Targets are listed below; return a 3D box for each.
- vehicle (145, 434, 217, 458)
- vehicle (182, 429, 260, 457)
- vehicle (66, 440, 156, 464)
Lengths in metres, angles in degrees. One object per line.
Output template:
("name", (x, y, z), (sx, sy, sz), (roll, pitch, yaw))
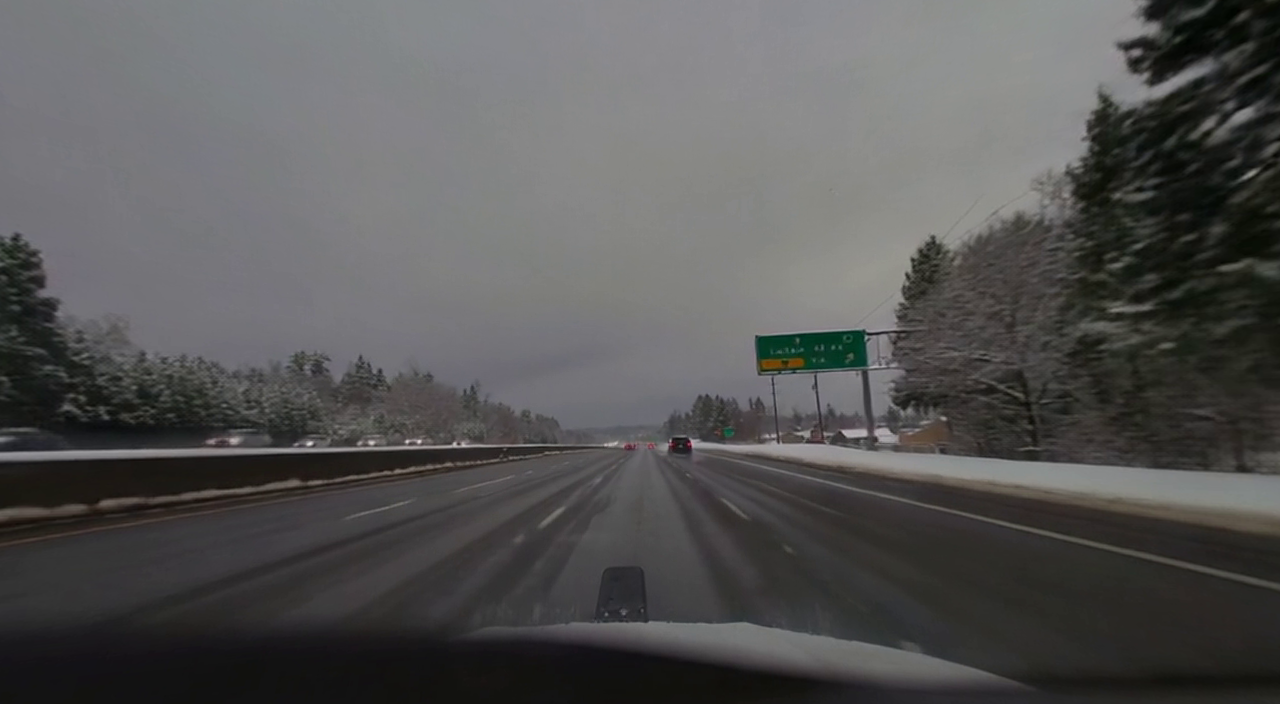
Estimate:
("vehicle", (-30.033, 6.176, 41.395), (1.752, 1.503, 3.977), (-1, -8, 0))
("vehicle", (-26.397, 5.749, 39.898), (1.924, 1.655, 4.406), (-1, -8, -1))
("vehicle", (-33.861, 6.417, 40.527), (1.702, 1.418, 4.680), (-1, -8, 0))
